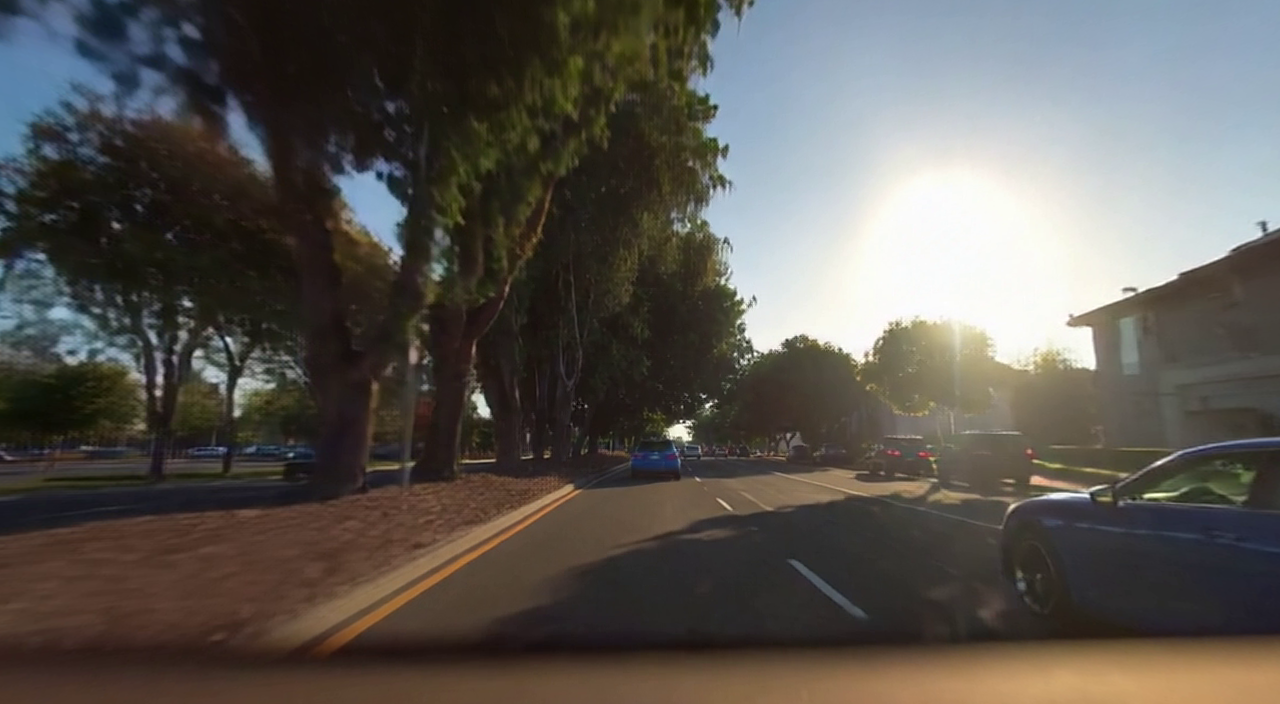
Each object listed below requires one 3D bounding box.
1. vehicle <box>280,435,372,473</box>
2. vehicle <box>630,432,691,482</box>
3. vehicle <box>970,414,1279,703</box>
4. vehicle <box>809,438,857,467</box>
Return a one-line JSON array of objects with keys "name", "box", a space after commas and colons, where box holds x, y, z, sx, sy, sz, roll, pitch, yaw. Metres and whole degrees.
[{"name": "vehicle", "box": [-15.668, 5.097, 31.858, 2.290, 1.758, 4.900, 0, -8, -3]}, {"name": "vehicle", "box": [0.735, 3.887, 23.691, 2.085, 1.693, 4.301, 0, -8, 1]}, {"name": "vehicle", "box": [3.718, 1.025, 3.025, 1.918, 1.418, 4.360, 0, -8, 0]}, {"name": "vehicle", "box": [12.652, 6.612, 41.758, 2.039, 1.826, 4.704, -1, -8, 5]}]
